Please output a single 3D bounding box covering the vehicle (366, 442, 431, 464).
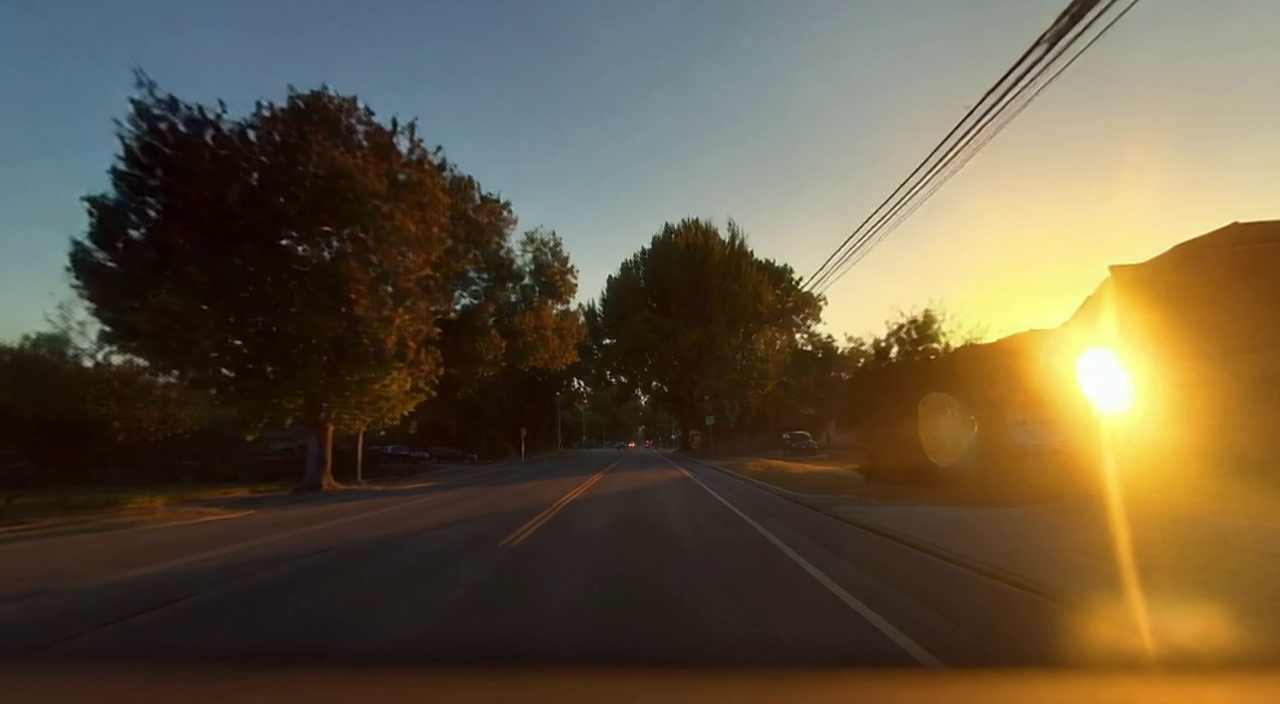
[{"bbox_3d":[-18.793,7.878,49.111,4.233,1.623,1.943,0,-8,1],"label":"vehicle"}]
